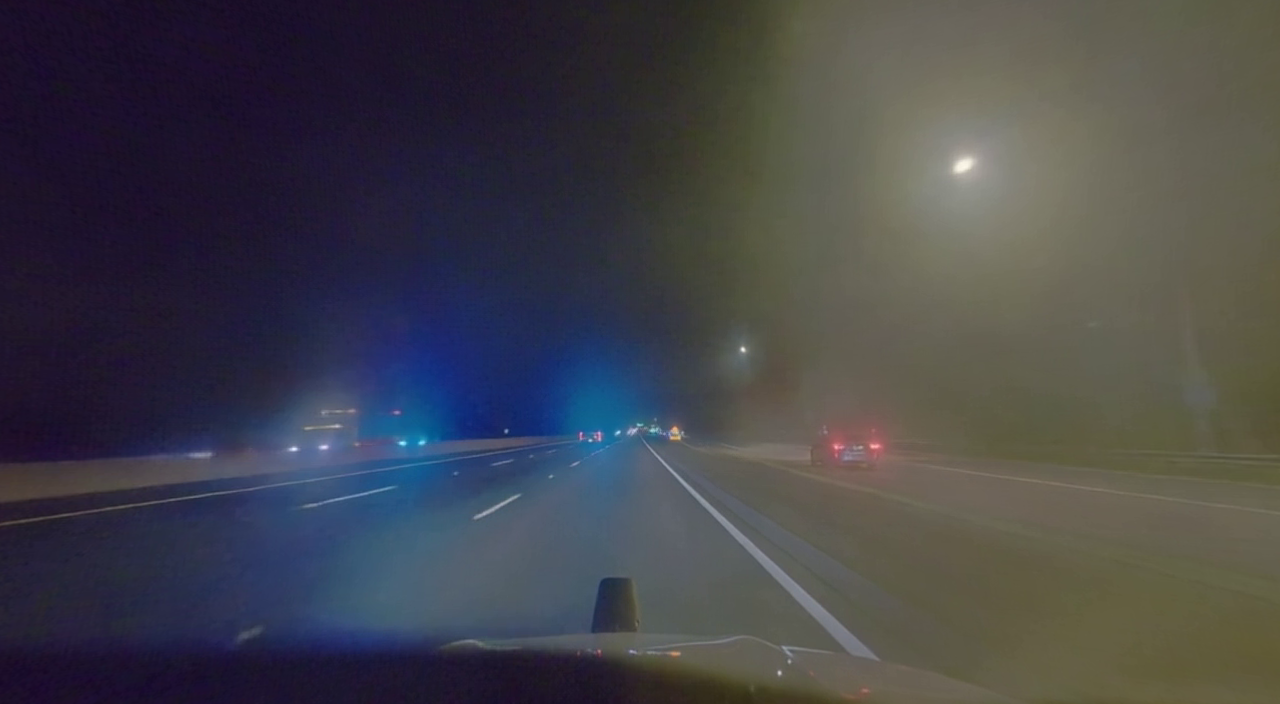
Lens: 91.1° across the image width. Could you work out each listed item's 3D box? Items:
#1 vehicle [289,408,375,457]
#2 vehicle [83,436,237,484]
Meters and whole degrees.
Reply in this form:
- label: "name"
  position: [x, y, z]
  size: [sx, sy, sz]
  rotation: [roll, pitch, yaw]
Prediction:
- label: "vehicle"
  position: [-24.186, 6.435, 49.926]
  size: [2.838, 3.540, 7.976]
  rotation: [0, -8, -1]
- label: "vehicle"
  position: [-16.370, 3.665, 21.809]
  size: [1.913, 1.497, 4.419]
  rotation: [0, -8, -1]
